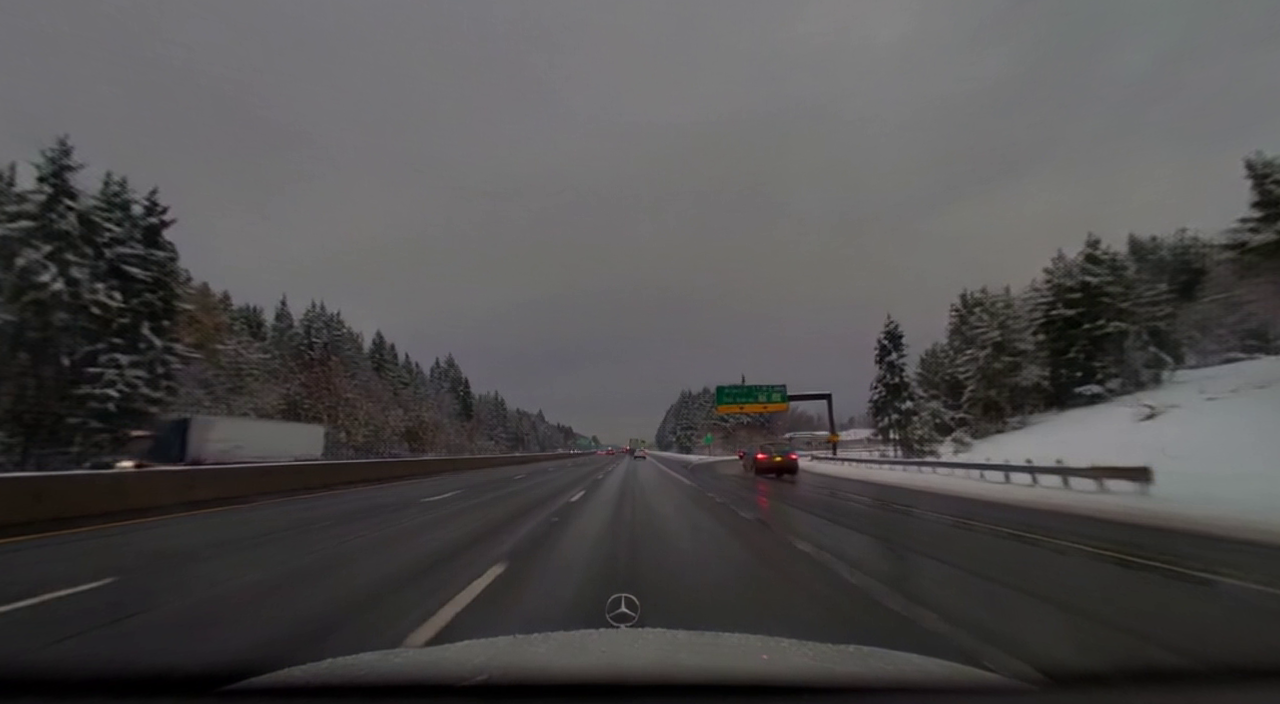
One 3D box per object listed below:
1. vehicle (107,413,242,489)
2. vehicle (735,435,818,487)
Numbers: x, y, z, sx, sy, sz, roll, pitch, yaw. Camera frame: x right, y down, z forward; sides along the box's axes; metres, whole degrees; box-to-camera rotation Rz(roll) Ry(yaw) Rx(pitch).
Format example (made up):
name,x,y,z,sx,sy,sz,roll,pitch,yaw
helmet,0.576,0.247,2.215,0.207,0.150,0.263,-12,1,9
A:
name,x,y,z,sx,sy,sz,roll,pitch,yaw
vehicle,-25.868,5.541,35.529,2.936,3.873,5.895,0,-9,-1
vehicle,4.942,4.025,23.548,2.096,1.712,4.697,0,-9,1
